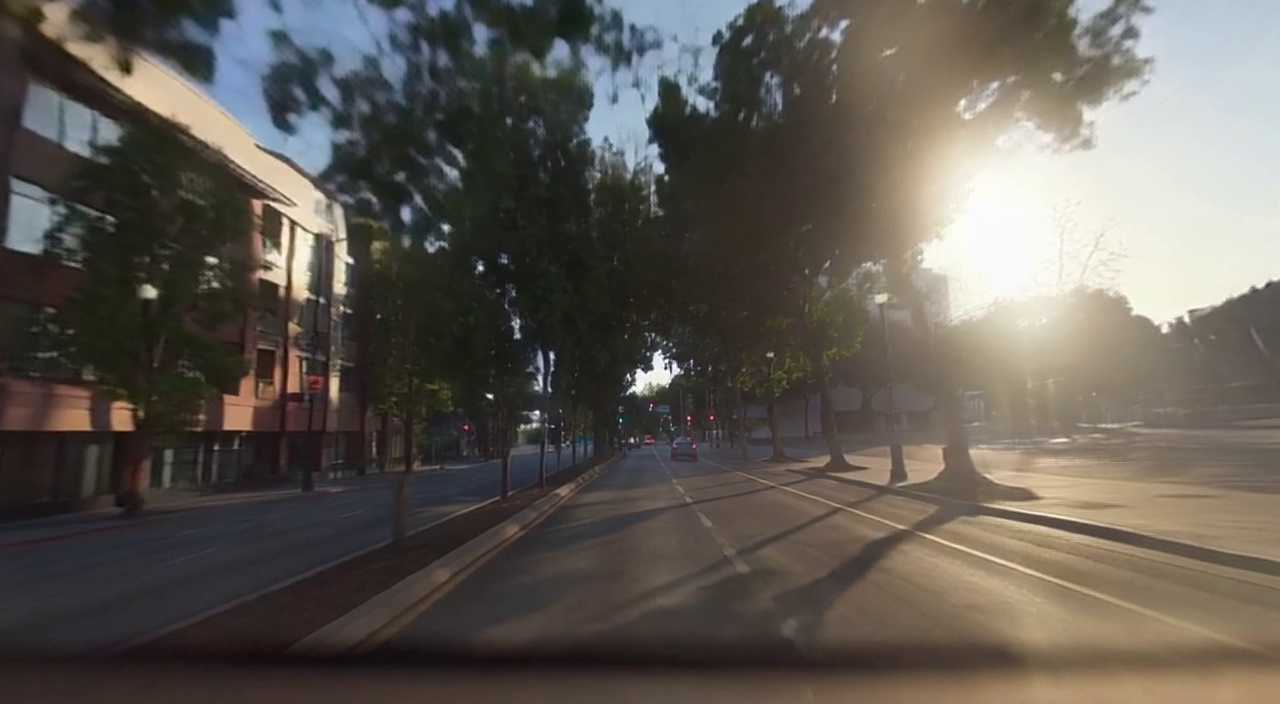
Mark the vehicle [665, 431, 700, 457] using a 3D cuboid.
[{"bbox_3d":[2.887,6.350,43.595,2.129,1.719,4.205,0,-8,0],"label":"vehicle"}]
